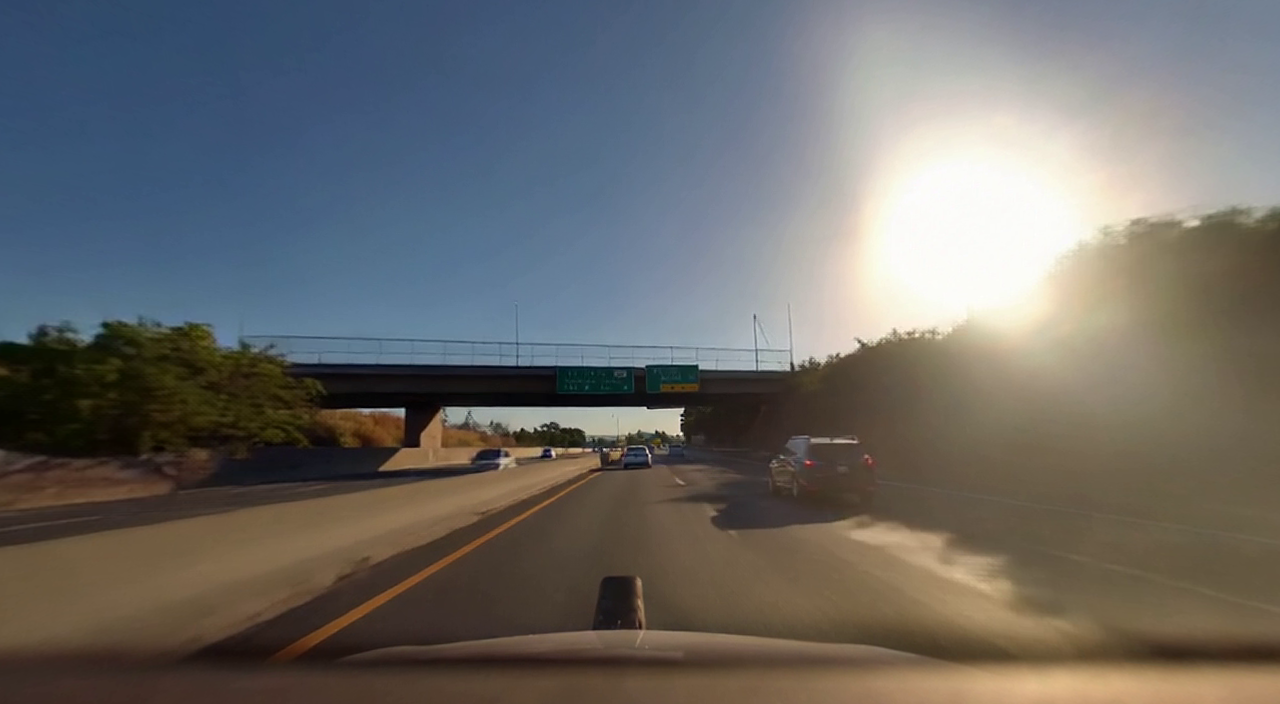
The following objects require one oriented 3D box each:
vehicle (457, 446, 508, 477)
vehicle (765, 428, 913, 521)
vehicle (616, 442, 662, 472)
[{"bbox_3d":[-8.575,5.971,34.532,1.968,1.597,4.349,0,-8,-4],"label":"vehicle"},{"bbox_3d":[3.887,2.449,13.012,1.969,1.595,3.964,-1,-8,4],"label":"vehicle"},{"bbox_3d":[0.006,6.101,36.645,2.084,1.594,4.219,-2,-8,7],"label":"vehicle"}]
